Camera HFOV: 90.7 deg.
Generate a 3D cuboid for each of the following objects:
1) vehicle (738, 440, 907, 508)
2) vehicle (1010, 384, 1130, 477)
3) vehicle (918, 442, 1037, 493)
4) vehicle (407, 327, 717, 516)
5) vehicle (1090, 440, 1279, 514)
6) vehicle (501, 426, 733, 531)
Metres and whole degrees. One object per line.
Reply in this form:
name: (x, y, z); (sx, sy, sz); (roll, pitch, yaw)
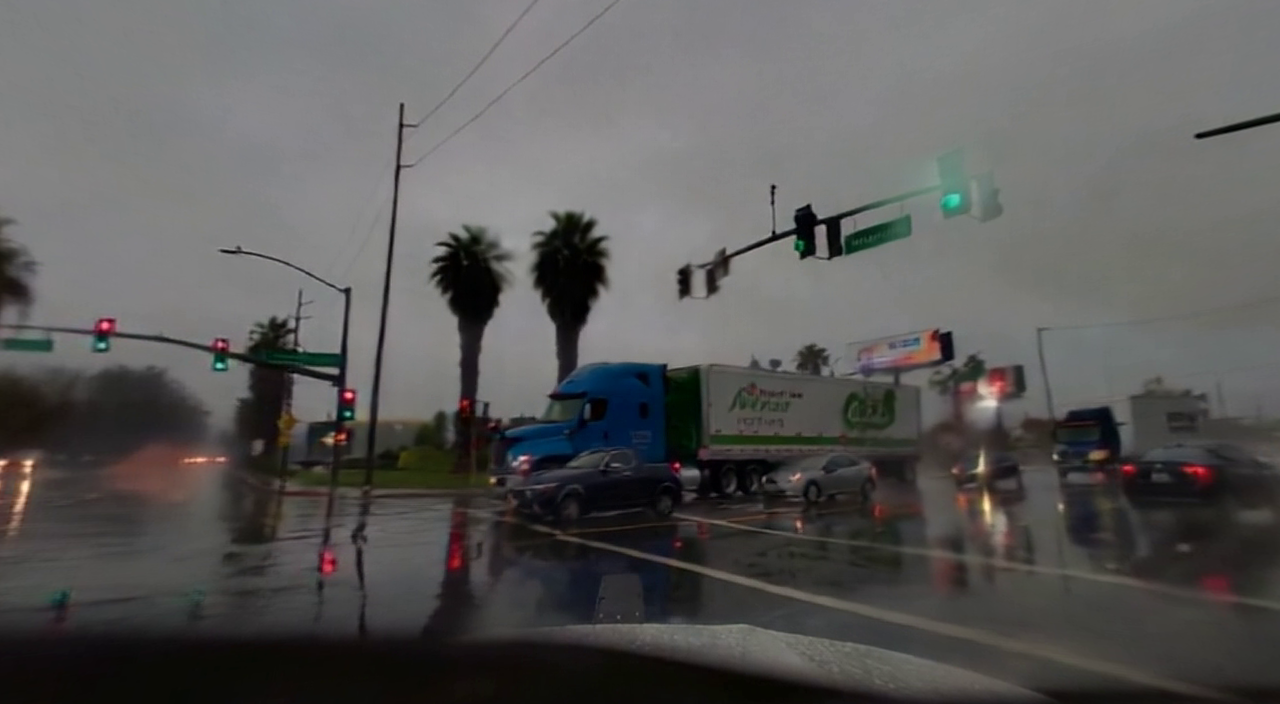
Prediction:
vehicle: (5.521, 3.577, 18.924); (4.958, 1.510, 1.949); (2, -10, -33)
vehicle: (19.524, 3.596, 28.797); (3.372, 3.903, 3.027); (4, -10, -32)
vehicle: (12.851, 4.354, 24.021); (4.443, 1.512, 1.919); (2, -10, -33)
vehicle: (-1.955, 2.067, 18.120); (8.167, 4.352, 3.029); (5, -10, -34)
vehicle: (13.215, 2.873, 15.191); (5.114, 1.492, 2.040); (5, -10, -33)
vehicle: (-0.479, 2.919, 15.220); (5.079, 1.893, 2.200); (2, -10, -35)
